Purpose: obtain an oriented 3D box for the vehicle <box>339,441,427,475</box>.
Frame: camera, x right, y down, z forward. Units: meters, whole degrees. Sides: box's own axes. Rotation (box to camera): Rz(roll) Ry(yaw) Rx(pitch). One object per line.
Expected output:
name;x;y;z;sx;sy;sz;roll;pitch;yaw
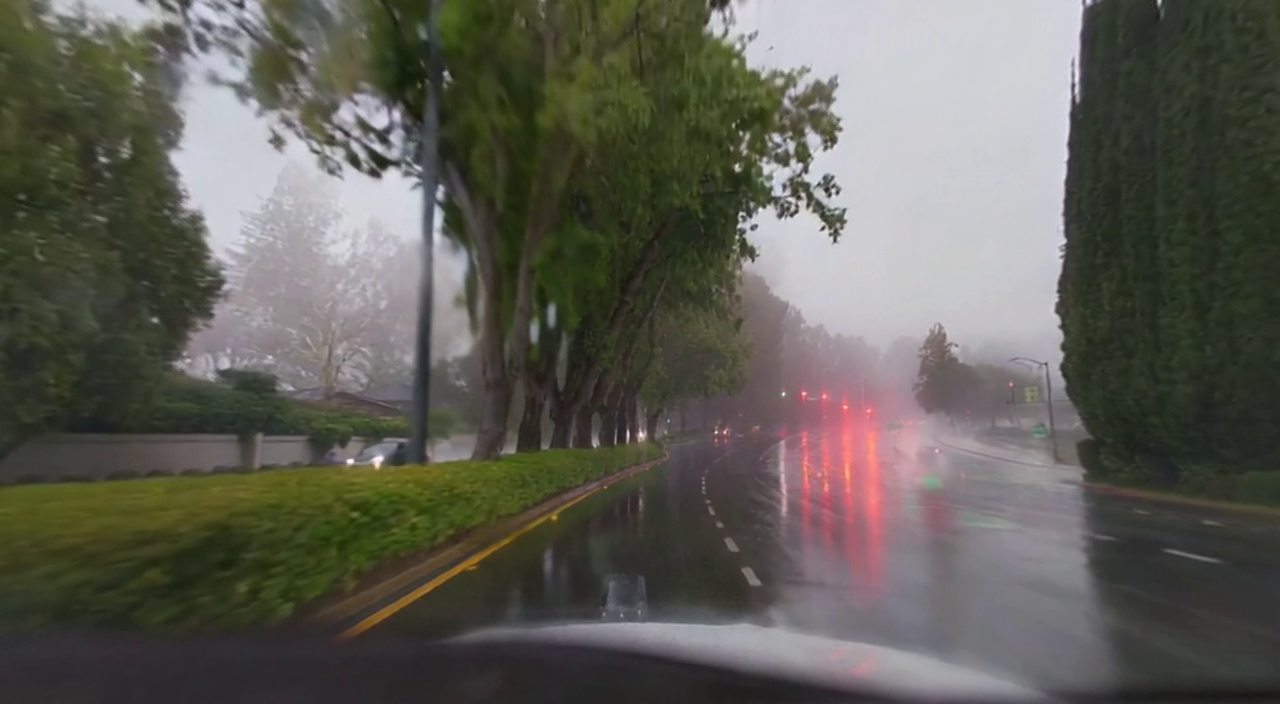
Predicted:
vehicle;-13.012;5.406;32.417;2.061;1.559;4.729;-1;-9;7
